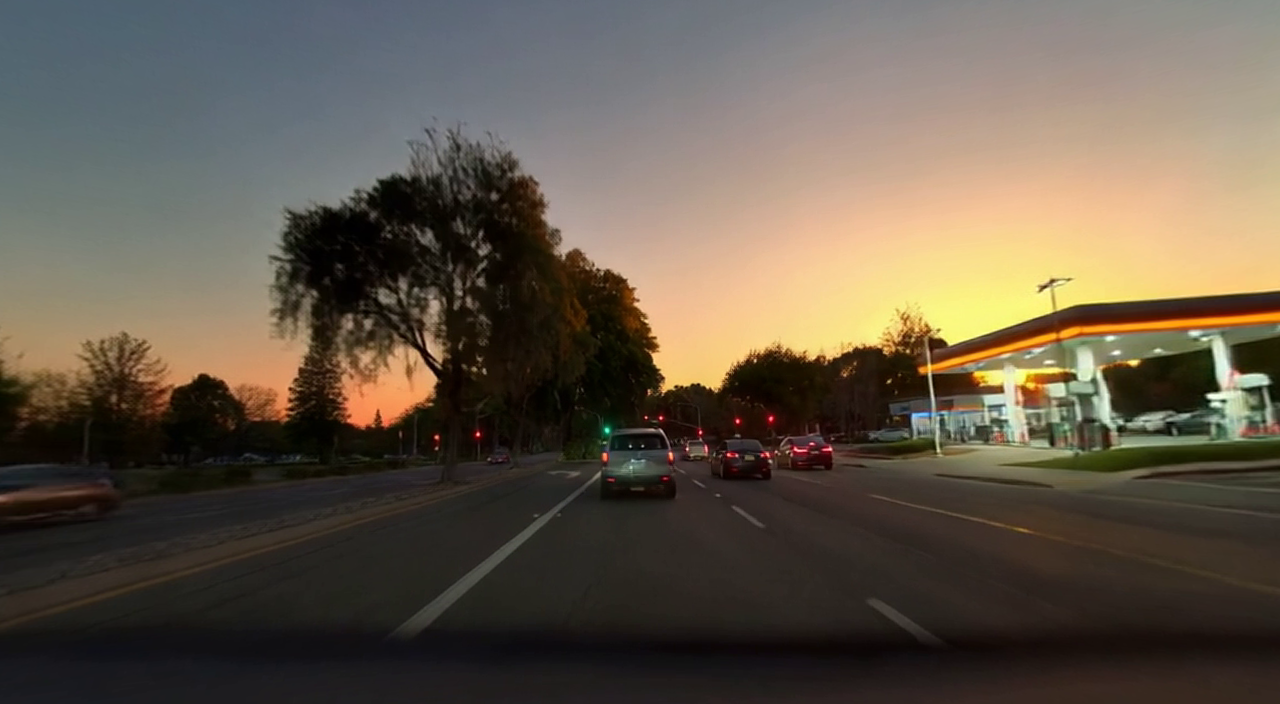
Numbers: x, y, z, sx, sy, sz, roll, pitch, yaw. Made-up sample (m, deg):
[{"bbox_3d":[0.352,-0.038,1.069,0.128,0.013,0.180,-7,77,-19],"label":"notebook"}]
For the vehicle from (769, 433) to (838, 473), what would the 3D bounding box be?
[{"bbox_3d":[6.994,4.361,27.421,1.793,1.585,4.130,0,-9,-1],"label":"vehicle"}]

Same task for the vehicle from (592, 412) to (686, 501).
[{"bbox_3d":[-0.083,2.640,16.250,2.038,1.917,4.900,0,-9,-1],"label":"vehicle"}]

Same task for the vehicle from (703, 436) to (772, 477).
[{"bbox_3d":[3.803,4.141,25.327,1.940,1.474,4.234,0,-9,-2],"label":"vehicle"}]

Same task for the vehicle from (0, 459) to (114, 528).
[{"bbox_3d":[-15.557,3.405,15.254,1.914,1.496,4.361,-1,-9,1],"label":"vehicle"}]
